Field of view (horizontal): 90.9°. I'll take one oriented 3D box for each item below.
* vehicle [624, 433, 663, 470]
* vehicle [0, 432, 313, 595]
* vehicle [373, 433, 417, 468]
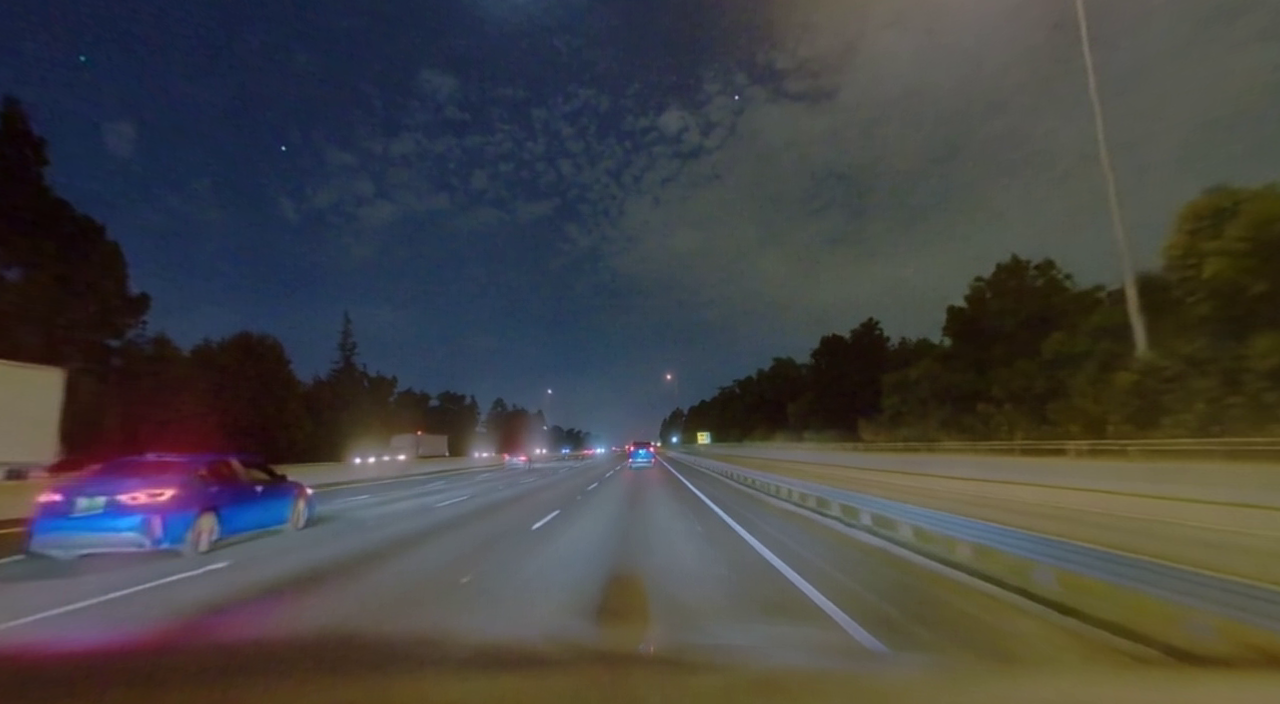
[{"bbox_3d":[0.186,6.253,39.705,2.318,2.145,4.561,0,-8,0],"label":"vehicle"},{"bbox_3d":[-6.624,1.914,8.431,2.116,1.570,4.377,0,-8,1],"label":"vehicle"},{"bbox_3d":[-16.658,6.709,43.009,1.677,2.162,3.235,-4,-9,2],"label":"vehicle"}]
